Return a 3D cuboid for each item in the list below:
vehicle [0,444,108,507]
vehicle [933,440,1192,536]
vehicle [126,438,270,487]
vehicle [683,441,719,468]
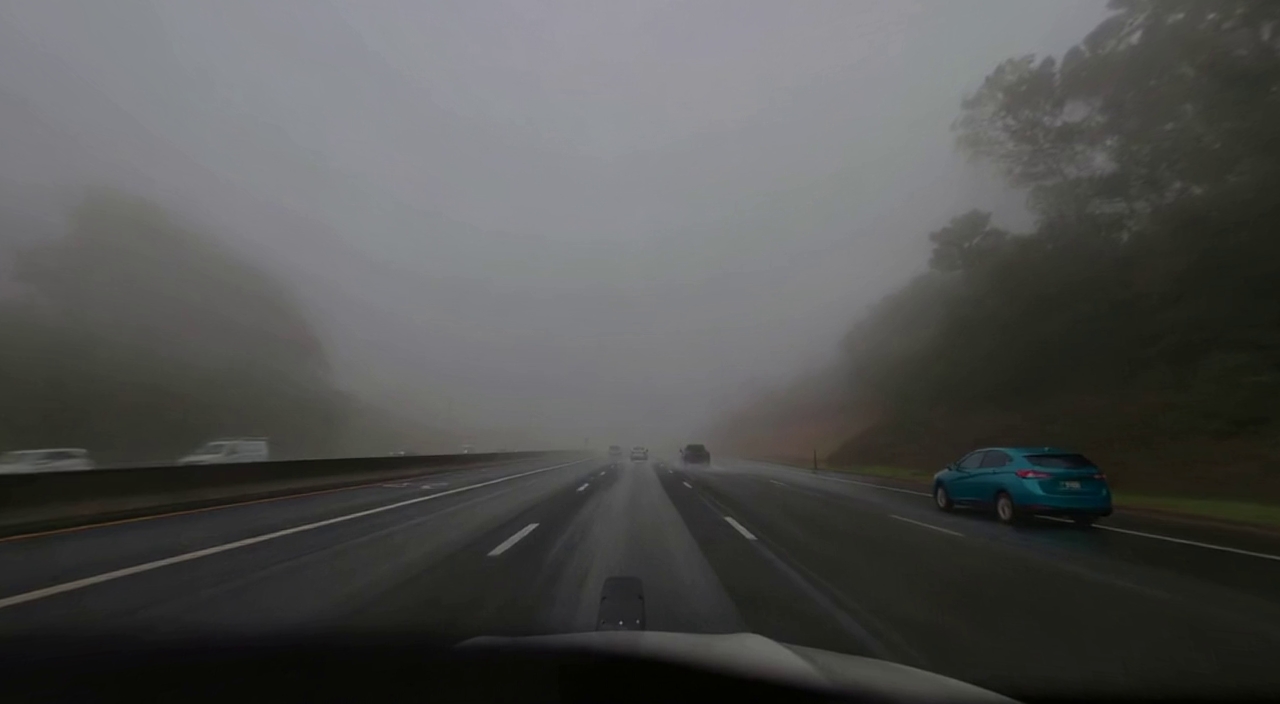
[{"bbox_3d":[-16.467,3.143,16.248,1.795,1.502,4.053,0,-8,2],"label":"vehicle"},{"bbox_3d":[8.128,2.617,12.876,1.970,1.545,4.818,0,-8,0],"label":"vehicle"},{"bbox_3d":[-19.783,4.936,28.655,2.204,1.959,5.810,0,-8,1],"label":"vehicle"},{"bbox_3d":[4.265,7.288,44.787,2.159,1.782,4.673,0,-8,1],"label":"vehicle"}]
